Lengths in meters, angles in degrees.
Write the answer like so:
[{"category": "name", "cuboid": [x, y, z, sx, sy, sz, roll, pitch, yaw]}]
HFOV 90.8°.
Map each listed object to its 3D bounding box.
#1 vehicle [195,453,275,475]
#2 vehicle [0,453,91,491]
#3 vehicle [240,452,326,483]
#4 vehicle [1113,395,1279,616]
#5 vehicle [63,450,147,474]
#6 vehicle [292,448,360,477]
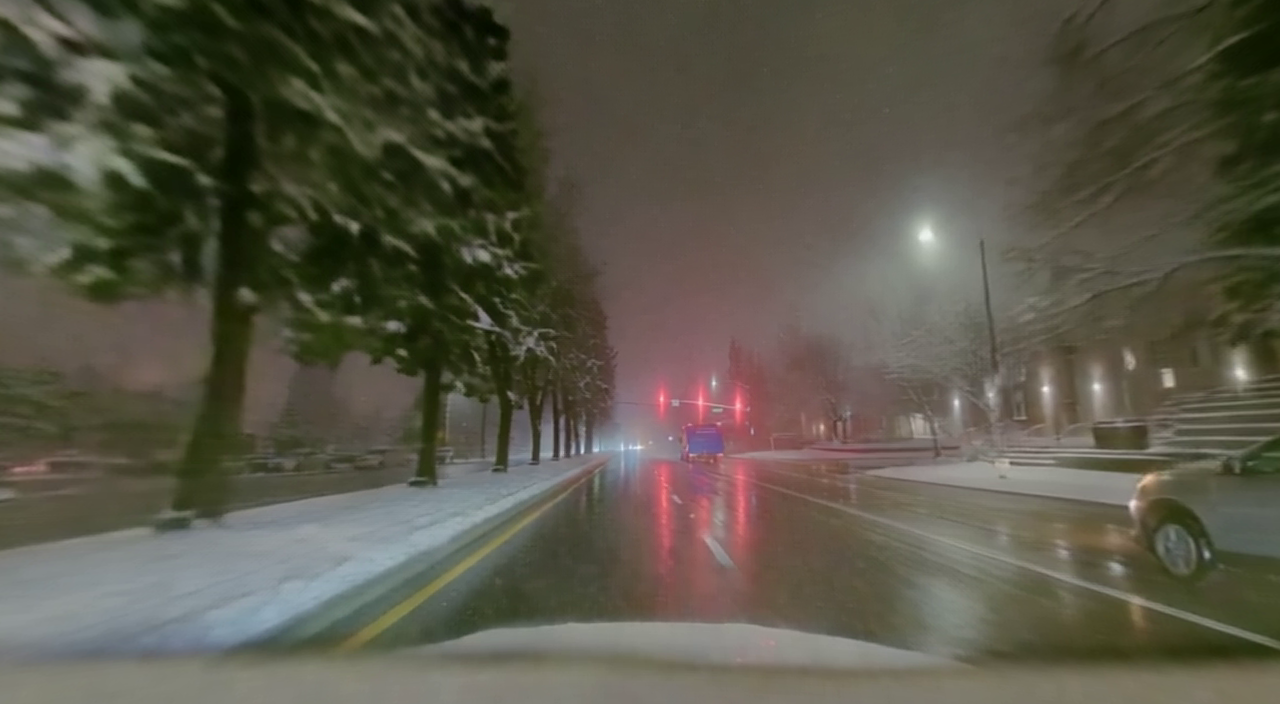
[{"category": "vehicle", "cuboid": [-28.594, 7.894, 44.676, 4.382, 1.467, 1.902, 0, -8, 2]}, {"category": "vehicle", "cuboid": [-28.475, 5.470, 28.935, 4.657, 1.636, 2.059, 0, -8, 0]}, {"category": "vehicle", "cuboid": [-19.216, 6.203, 34.239, 2.048, 1.493, 4.588, 0, -8, -1]}, {"category": "vehicle", "cuboid": [6.154, 1.140, 4.450, 2.012, 1.754, 4.635, 0, -8, 0]}, {"category": "vehicle", "cuboid": [-41.663, 8.551, 49.265, 4.562, 1.756, 2.075, 0, -9, 1]}, {"category": "vehicle", "cuboid": [-19.653, 6.924, 39.784, 1.985, 1.667, 4.622, 0, -8, -1]}]
